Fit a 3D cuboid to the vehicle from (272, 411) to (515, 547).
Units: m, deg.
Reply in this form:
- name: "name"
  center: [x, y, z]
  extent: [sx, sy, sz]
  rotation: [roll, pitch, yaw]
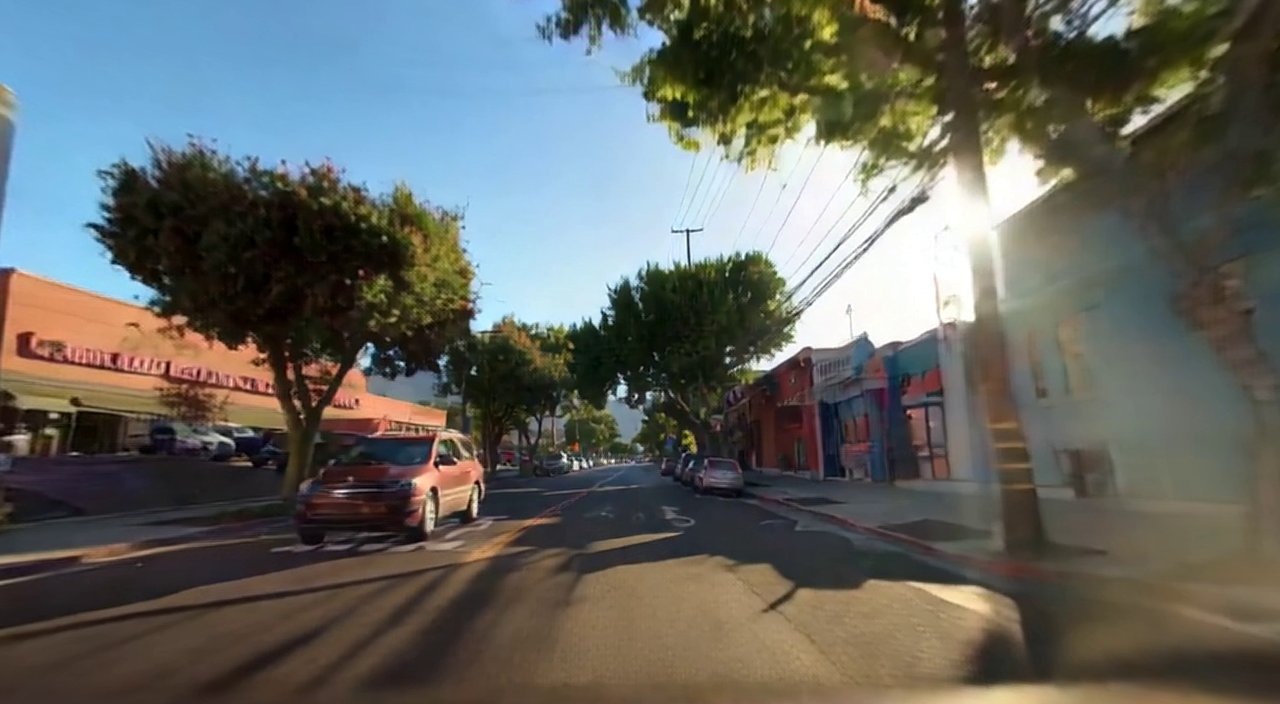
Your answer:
- name: "vehicle"
  center: [-4.089, 2.212, 11.718]
  extent: [2.495, 1.966, 4.846]
  rotation: [0, -8, 0]

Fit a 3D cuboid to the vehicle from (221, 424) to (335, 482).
- name: "vehicle"
  center: [-18.494, 5.120, 32.754]
  extent: [2.256, 2.668, 5.979]
  rotation: [-1, -7, 2]

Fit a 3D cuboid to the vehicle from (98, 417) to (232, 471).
- name: "vehicle"
  center: [-24.422, 4.791, 32.916]
  extent: [2.288, 2.514, 5.886]
  rotation: [0, -8, 1]

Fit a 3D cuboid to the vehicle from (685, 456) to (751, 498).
- name: "vehicle"
  center: [2.902, 4.744, 24.319]
  extent: [1.877, 1.373, 3.854]
  rotation: [0, -8, -2]
